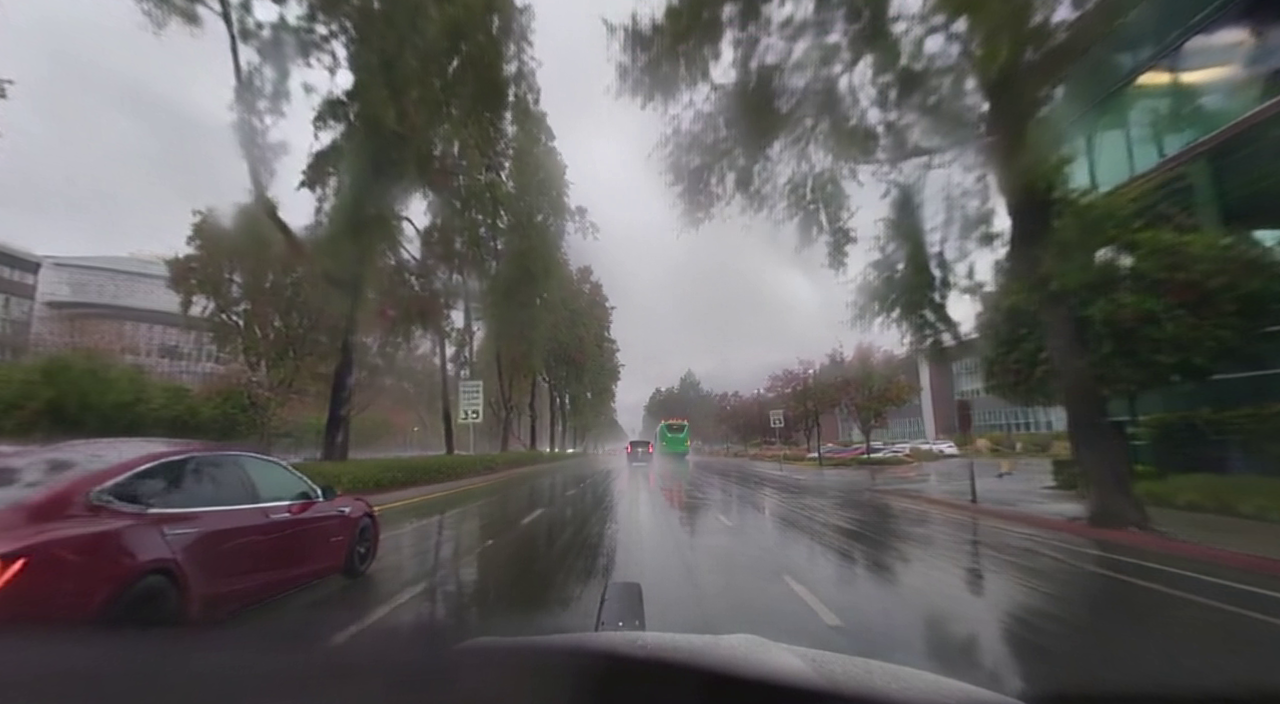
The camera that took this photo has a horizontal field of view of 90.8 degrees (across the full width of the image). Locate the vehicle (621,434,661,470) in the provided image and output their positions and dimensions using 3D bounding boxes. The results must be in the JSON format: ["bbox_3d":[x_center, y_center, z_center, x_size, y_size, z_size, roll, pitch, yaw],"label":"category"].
[{"bbox_3d":[0.061,6.239,39.575,2.336,2.122,5.207,0,-9,0],"label":"vehicle"}]

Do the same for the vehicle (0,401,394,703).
[{"bbox_3d":[-3.621,1.195,4.184,2.120,1.481,4.535,0,-9,0],"label":"vehicle"}]

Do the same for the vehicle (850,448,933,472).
[{"bbox_3d":[16.608,7.129,41.924,4.682,1.507,1.878,0,-9,0],"label":"vehicle"}]
